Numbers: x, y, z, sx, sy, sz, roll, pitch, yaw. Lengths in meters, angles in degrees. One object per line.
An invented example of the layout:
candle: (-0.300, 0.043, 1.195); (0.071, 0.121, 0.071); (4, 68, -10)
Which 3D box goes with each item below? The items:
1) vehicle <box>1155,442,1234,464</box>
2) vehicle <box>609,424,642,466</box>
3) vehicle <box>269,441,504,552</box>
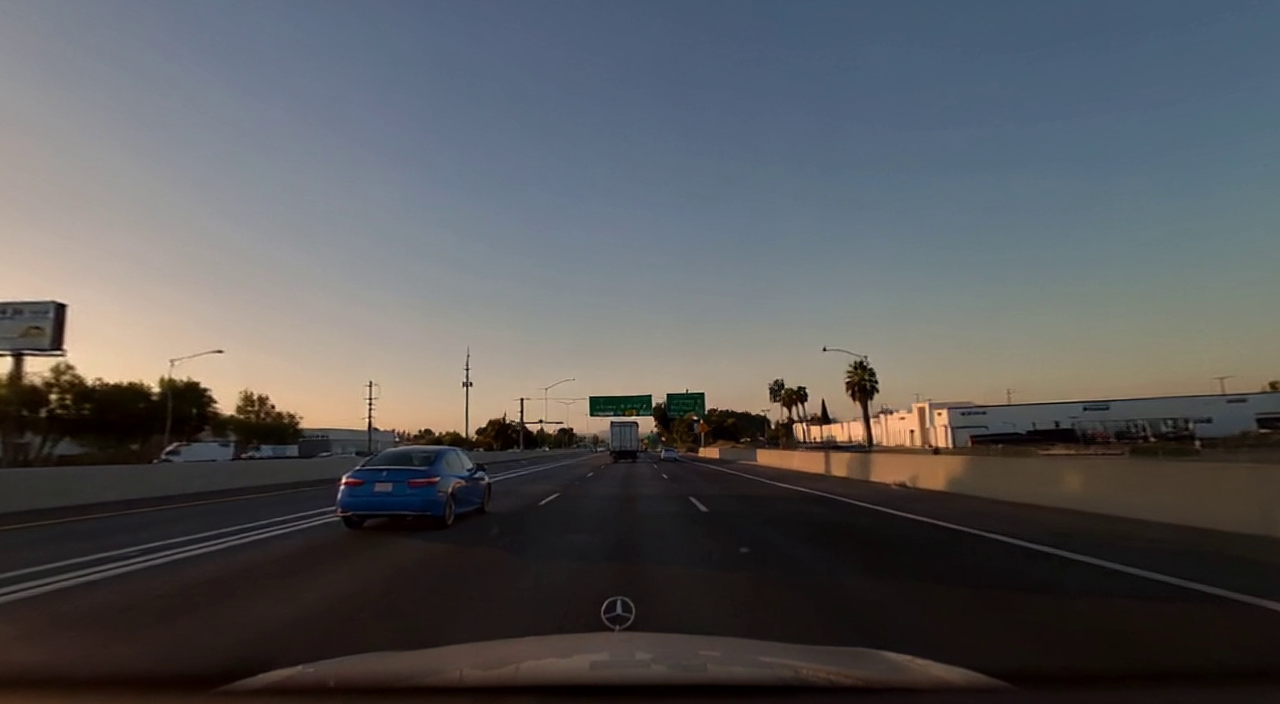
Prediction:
vehicle: (43.116, 7.844, 49.145); (4.395, 1.574, 1.911); (0, -9, -3)
vehicle: (-1.128, 7.147, 48.349); (2.364, 2.953, 6.495); (0, -8, -2)
vehicle: (-3.836, 2.243, 10.567); (2.097, 1.447, 4.291); (0, -8, 1)
